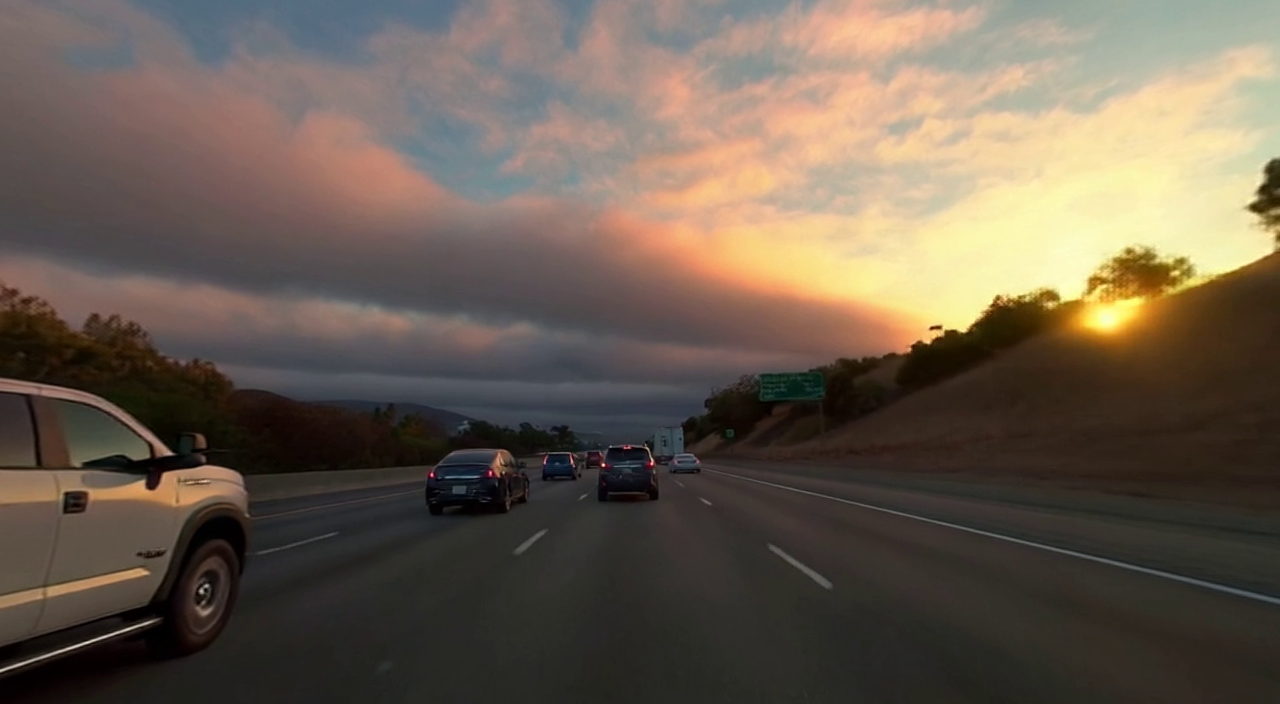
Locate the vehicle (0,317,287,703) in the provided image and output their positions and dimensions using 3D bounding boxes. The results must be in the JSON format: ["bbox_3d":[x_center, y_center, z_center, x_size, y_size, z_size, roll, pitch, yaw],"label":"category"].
[{"bbox_3d":[-3.938,0.747,2.416,2.243,1.889,4.949,0,-9,0],"label":"vehicle"}]

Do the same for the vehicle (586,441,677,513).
[{"bbox_3d":[-0.196,3.020,15.630,1.996,1.574,3.426,0,-9,0],"label":"vehicle"}]

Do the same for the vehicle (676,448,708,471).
[{"bbox_3d":[3.660,7.688,45.114,1.858,1.537,3.838,0,-9,-2],"label":"vehicle"}]

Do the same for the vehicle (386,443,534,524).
[{"bbox_3d":[-3.758,2.829,14.101,1.988,1.501,4.438,0,-9,0],"label":"vehicle"}]

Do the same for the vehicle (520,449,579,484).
[{"bbox_3d":[-4.012,5.172,28.760,1.999,1.484,4.269,0,-9,1],"label":"vehicle"}]
